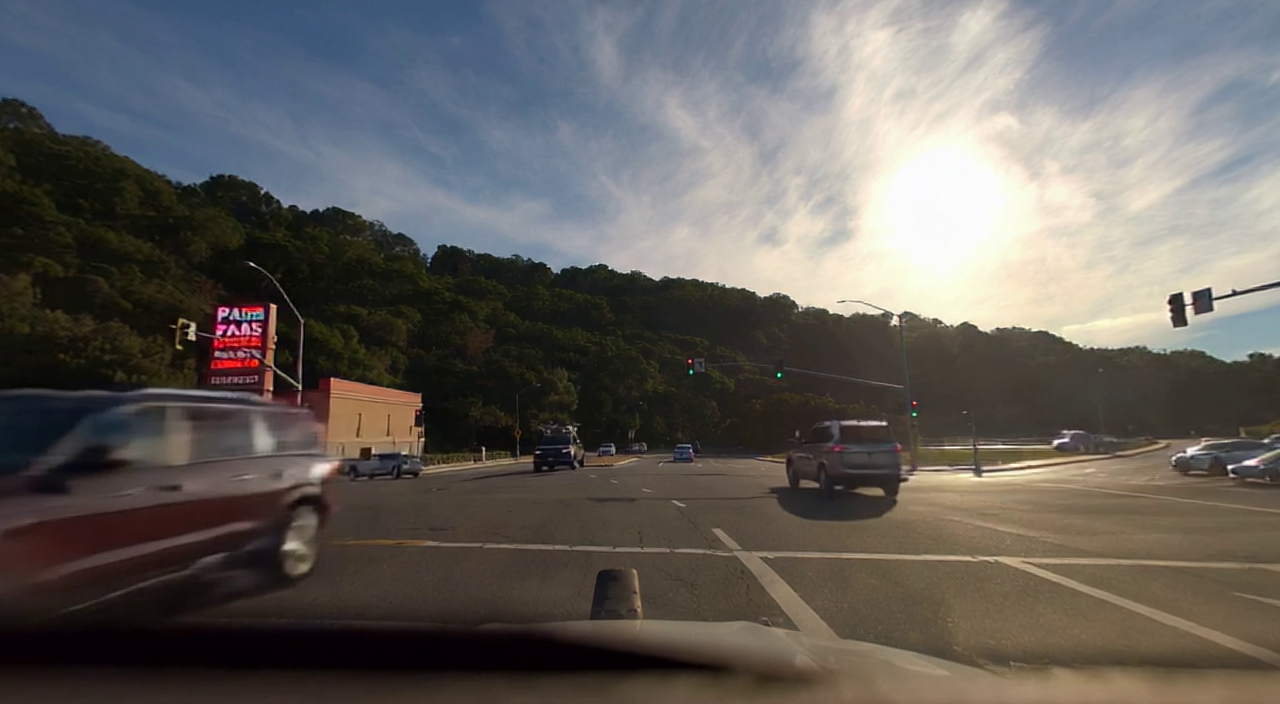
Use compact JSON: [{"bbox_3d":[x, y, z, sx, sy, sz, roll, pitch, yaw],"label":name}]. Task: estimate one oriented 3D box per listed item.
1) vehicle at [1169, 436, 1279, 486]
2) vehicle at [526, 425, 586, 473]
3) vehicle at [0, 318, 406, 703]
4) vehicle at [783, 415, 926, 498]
[{"bbox_3d":[25.058,4.464,26.054,4.546,1.944,2.051,1,-9,-5],"label":"vehicle"},{"bbox_3d":[-4.427,5.244,34.186,2.318,2.325,5.910,0,-8,1],"label":"vehicle"},{"bbox_3d":[-4.675,1.304,6.054,2.662,2.197,5.454,0,-8,1],"label":"vehicle"},{"bbox_3d":[6.340,3.192,19.467,2.388,2.201,5.139,0,-9,-3],"label":"vehicle"}]
